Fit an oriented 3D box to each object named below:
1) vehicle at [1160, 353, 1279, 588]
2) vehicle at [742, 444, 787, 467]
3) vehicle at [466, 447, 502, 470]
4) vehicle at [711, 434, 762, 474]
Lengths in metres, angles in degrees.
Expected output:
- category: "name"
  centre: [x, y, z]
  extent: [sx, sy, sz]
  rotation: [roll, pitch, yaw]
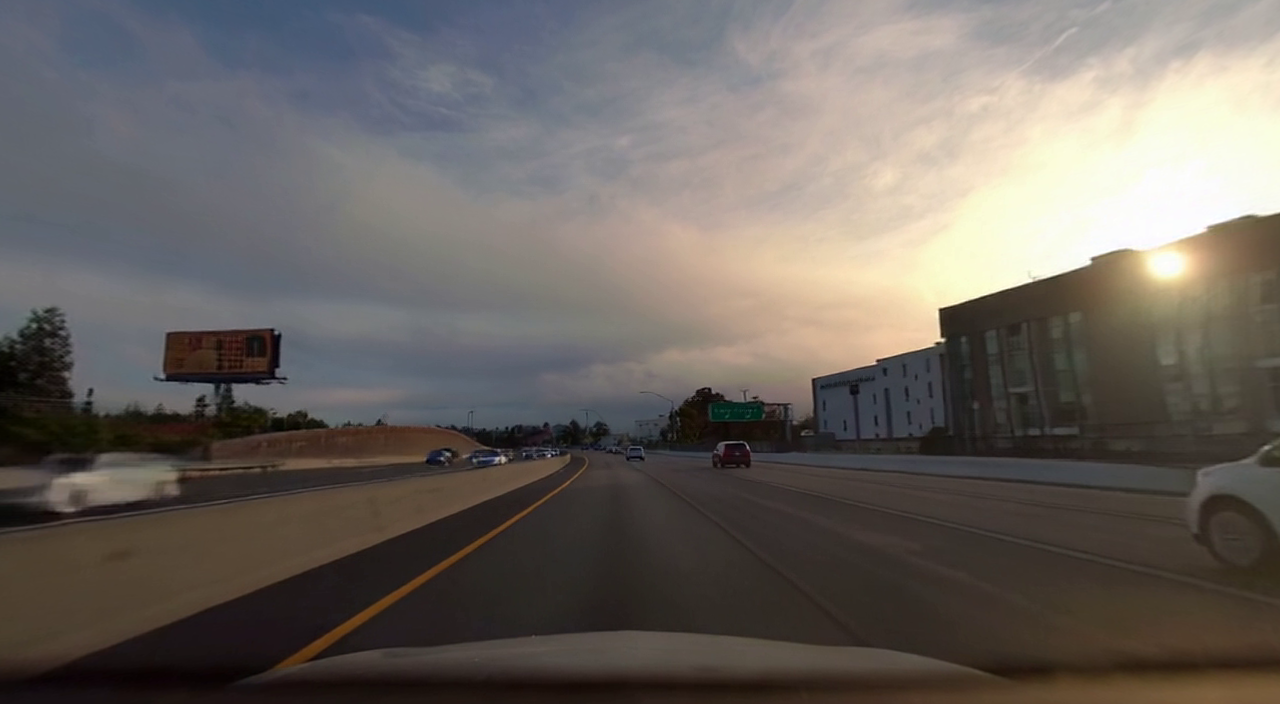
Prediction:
- category: "vehicle"
  centre: [6.475, 0.782, 3.920]
  extent: [2.181, 1.952, 4.973]
  rotation: [0, -9, 0]
- category: "vehicle"
  centre: [8.845, 7.367, 45.251]
  extent: [1.981, 1.508, 4.768]
  rotation: [0, -9, -4]
- category: "vehicle"
  centre: [-11.227, 7.684, 45.731]
  extent: [1.799, 1.433, 4.661]
  rotation: [-1, -7, -4]
- category: "vehicle"
  centre: [5.665, 6.070, 37.749]
  extent: [2.043, 2.154, 4.731]
  rotation: [0, -9, -3]
